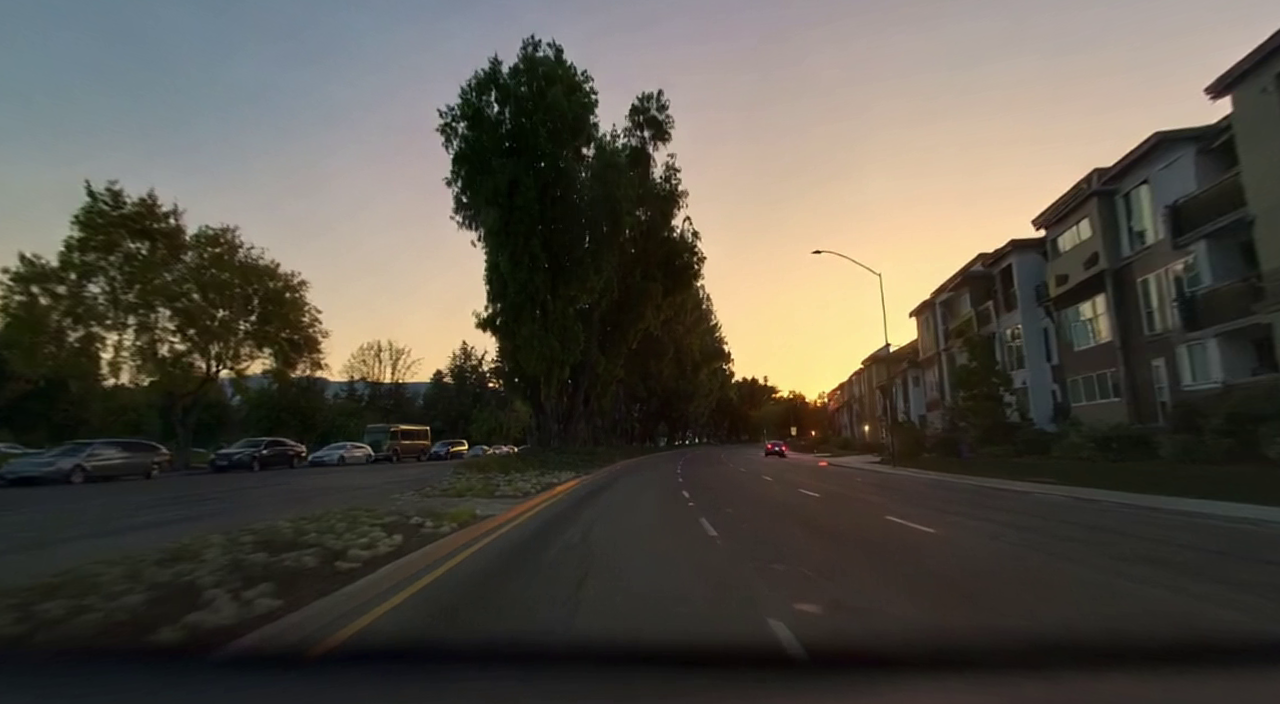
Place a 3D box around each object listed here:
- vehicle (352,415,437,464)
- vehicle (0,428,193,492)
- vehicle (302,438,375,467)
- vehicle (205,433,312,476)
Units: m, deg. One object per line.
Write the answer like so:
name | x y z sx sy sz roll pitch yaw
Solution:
vehicle | -17.613 6.429 45.995 2.781 3.224 7.055 -1 -9 5
vehicle | -18.906 3.736 22.214 2.217 1.882 5.448 -3 -9 3
vehicle | -18.269 6.136 38.538 1.876 1.624 4.827 -2 -9 3
vehicle | -18.797 5.066 31.491 2.096 1.839 5.137 -3 -8 1
